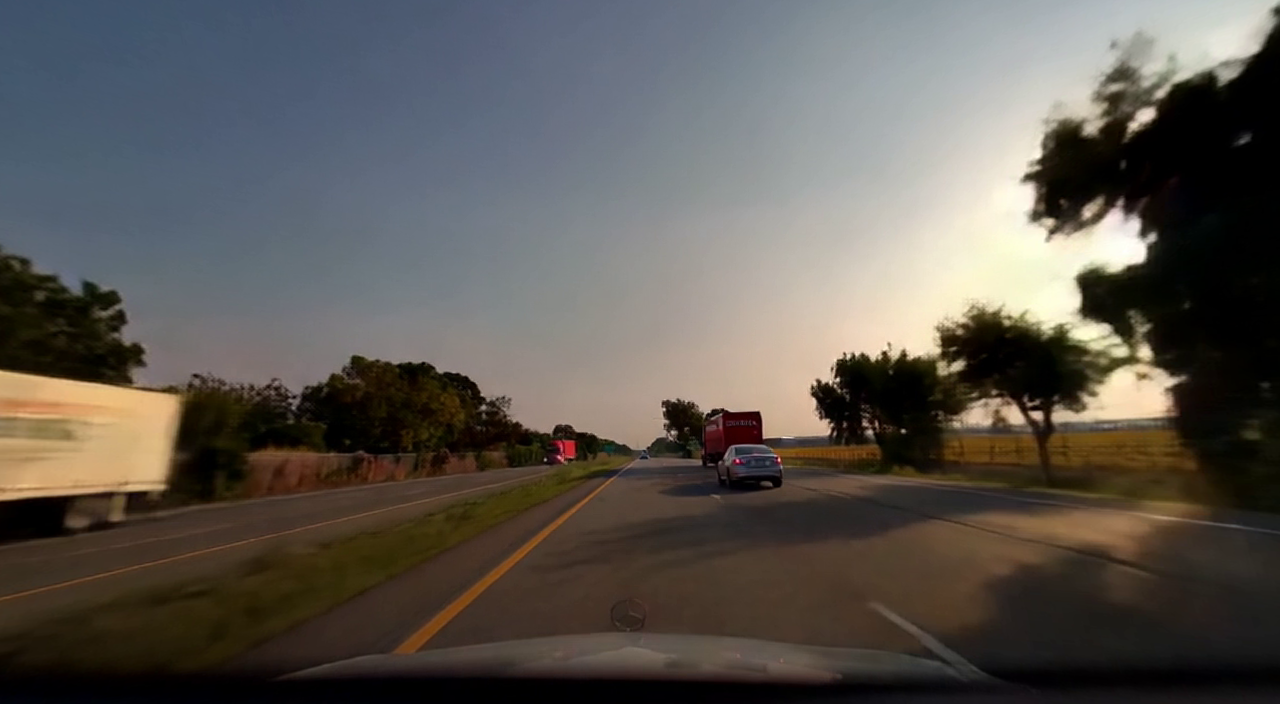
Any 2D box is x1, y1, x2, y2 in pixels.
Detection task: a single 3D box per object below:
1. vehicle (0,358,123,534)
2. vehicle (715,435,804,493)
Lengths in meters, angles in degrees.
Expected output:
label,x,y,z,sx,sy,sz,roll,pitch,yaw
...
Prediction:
label,x,y,z,sx,sy,sz,roll,pitch,yaw
vehicle,-15.520,1.446,9.848,2.934,3.806,14.208,0,-9,0
vehicle,3.904,3.762,21.394,2.093,1.742,4.167,0,-9,-1
